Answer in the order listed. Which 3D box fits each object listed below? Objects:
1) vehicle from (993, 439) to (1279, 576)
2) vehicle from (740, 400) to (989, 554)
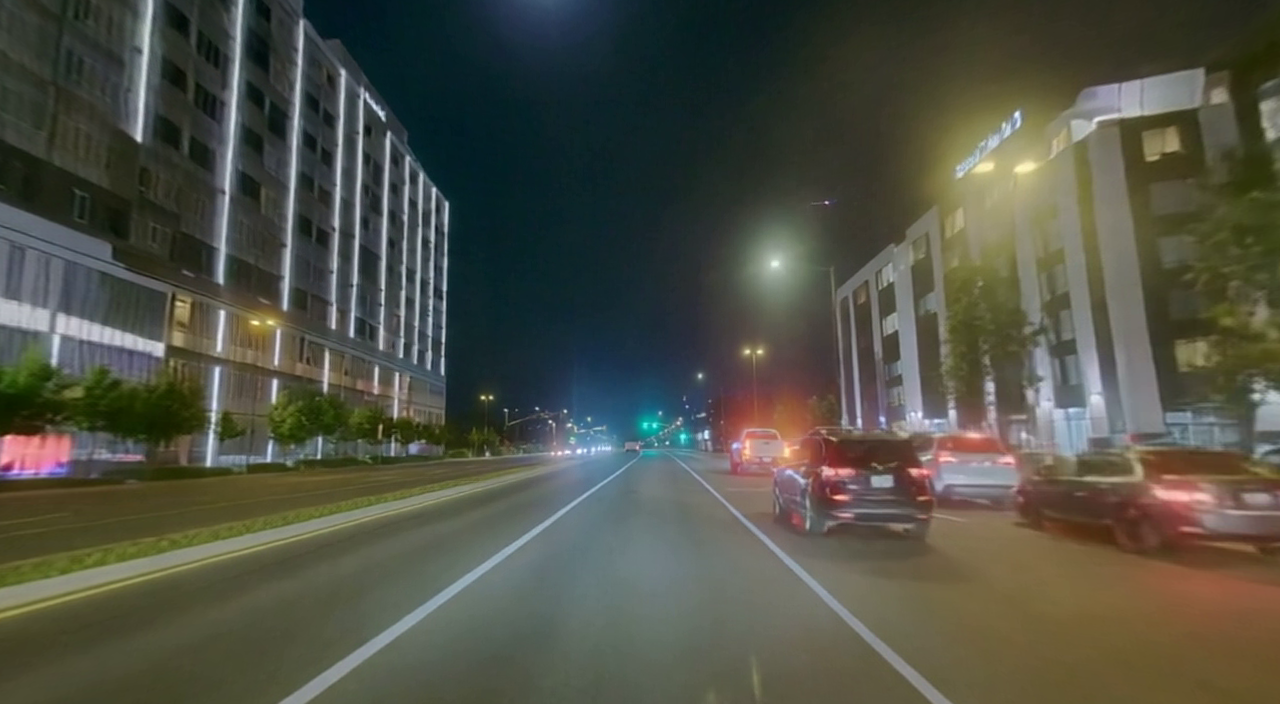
[{"bbox_3d":[7.154,1.998,9.006,1.795,1.459,4.333,0,-8,1],"label":"vehicle"},{"bbox_3d":[3.013,1.829,9.971,2.130,1.787,5.126,0,-8,1],"label":"vehicle"}]
